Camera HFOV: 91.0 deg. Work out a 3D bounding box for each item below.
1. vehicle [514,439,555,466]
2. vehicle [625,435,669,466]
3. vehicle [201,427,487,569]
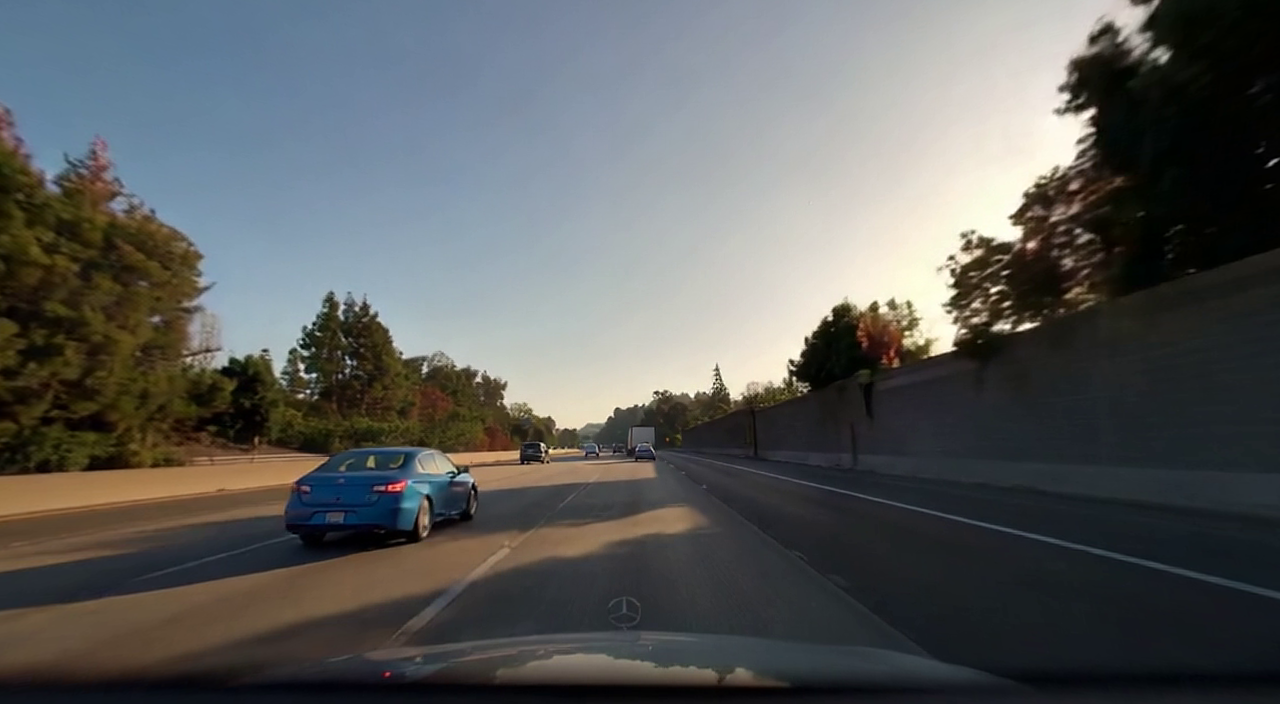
[{"bbox_3d":[-7.356,7.026,44.231,2.068,1.757,4.611,0,-8,0],"label":"vehicle"},{"bbox_3d":[0.396,6.756,43.464,2.856,1.994,4.931,0,-8,-1],"label":"vehicle"},{"bbox_3d":[-3.736,1.908,9.041,2.000,1.512,4.371,0,-8,0],"label":"vehicle"}]
